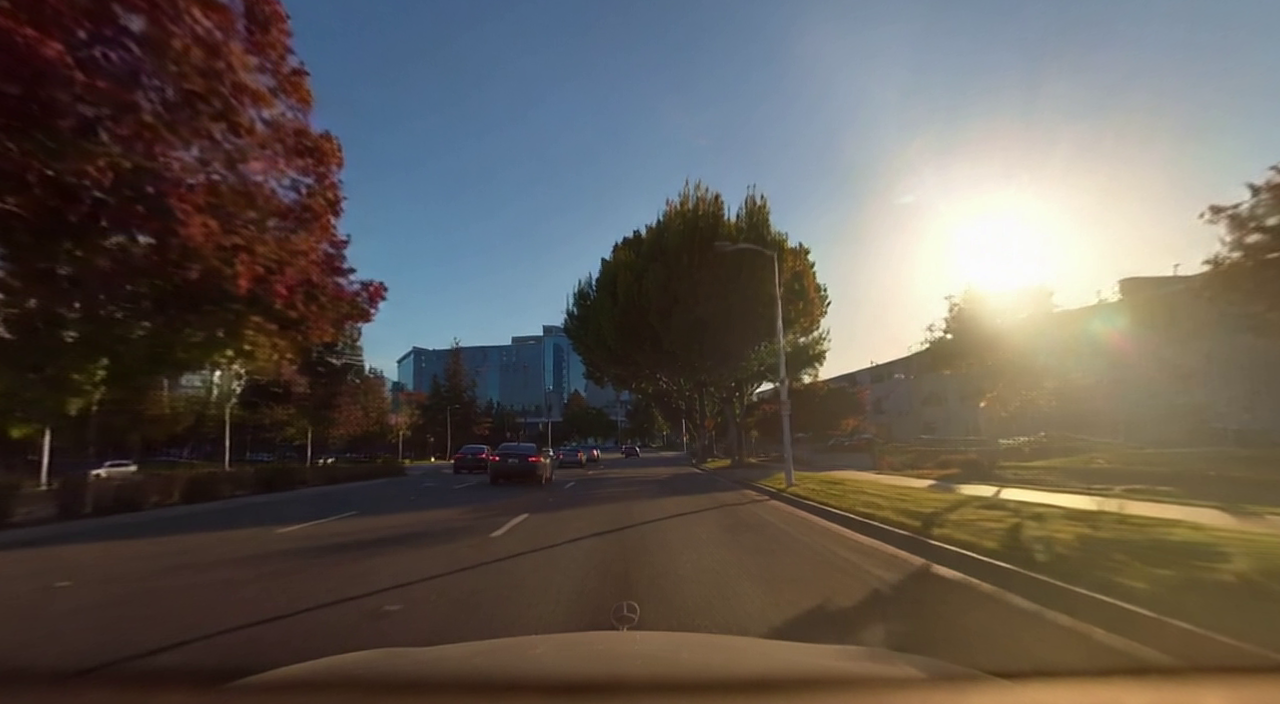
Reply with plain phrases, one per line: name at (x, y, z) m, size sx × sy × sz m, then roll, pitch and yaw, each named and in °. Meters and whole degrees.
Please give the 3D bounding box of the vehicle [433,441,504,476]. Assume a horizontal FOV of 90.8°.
vehicle at (-7.902, 4.971, 29.677) m, size 1.976 × 1.497 × 4.709 m, roll 0°, pitch -9°, yaw 0°

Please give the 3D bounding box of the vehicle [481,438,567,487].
vehicle at (-3.792, 3.708, 21.545) m, size 2.011 × 1.483 × 4.596 m, roll 0°, pitch -9°, yaw 0°
